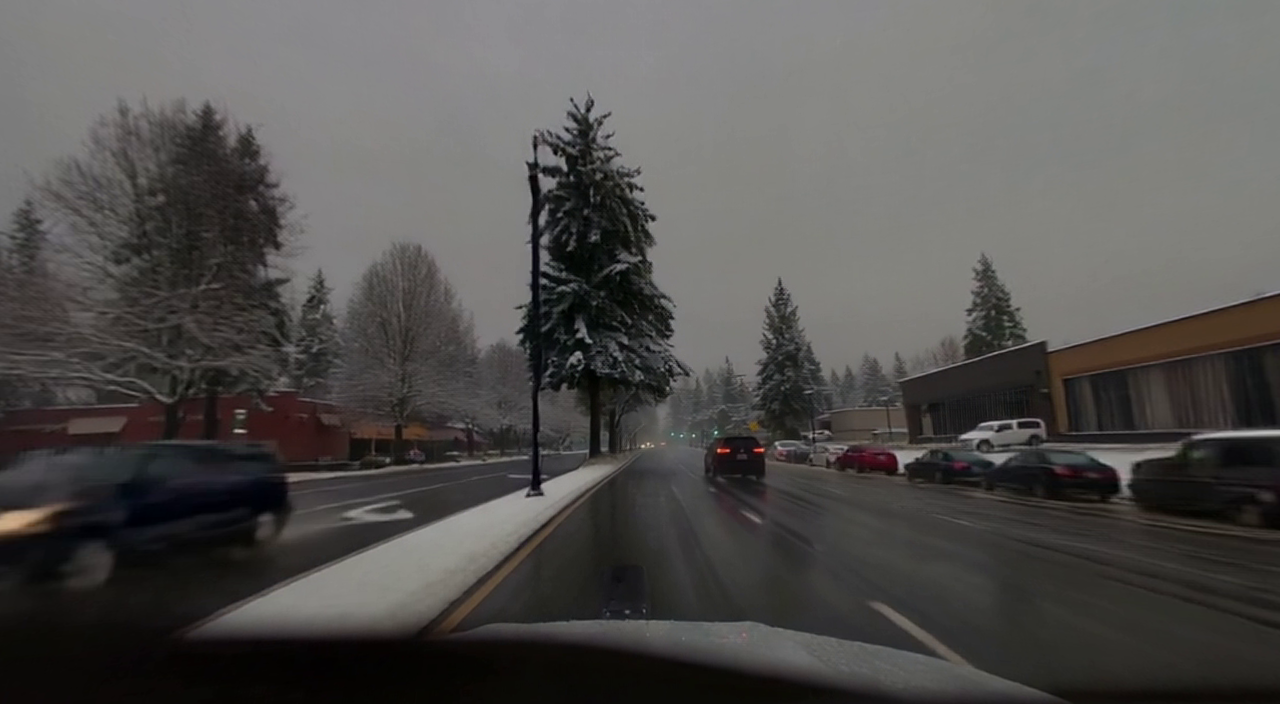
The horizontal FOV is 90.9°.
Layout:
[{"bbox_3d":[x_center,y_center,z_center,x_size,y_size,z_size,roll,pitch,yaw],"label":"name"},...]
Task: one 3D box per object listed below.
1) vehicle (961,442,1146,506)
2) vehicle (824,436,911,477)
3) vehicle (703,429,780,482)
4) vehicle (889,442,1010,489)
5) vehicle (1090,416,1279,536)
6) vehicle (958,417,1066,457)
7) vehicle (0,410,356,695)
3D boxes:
[{"bbox_3d":[10.632,3.131,16.711,1.853,1.458,4.480,0,-9,0],"label":"vehicle"},{"bbox_3d":[10.799,4.995,30.359,2.247,1.799,5.025,0,-9,-1],"label":"vehicle"},{"bbox_3d":[3.825,4.009,24.579,2.183,1.845,4.482,0,-9,-1],"label":"vehicle"},{"bbox_3d":[10.842,3.994,22.540,1.893,1.467,4.760,0,-9,0],"label":"vehicle"},{"bbox_3d":[10.502,2.049,10.721,1.989,1.768,4.977,0,-9,0],"label":"vehicle"},{"bbox_3d":[19.767,4.622,33.905,2.175,1.965,5.909,0,-9,0],"label":"vehicle"},{"bbox_3d":[-4.439,1.368,5.437,2.031,1.478,4.434,0,-9,-2],"label":"vehicle"}]
